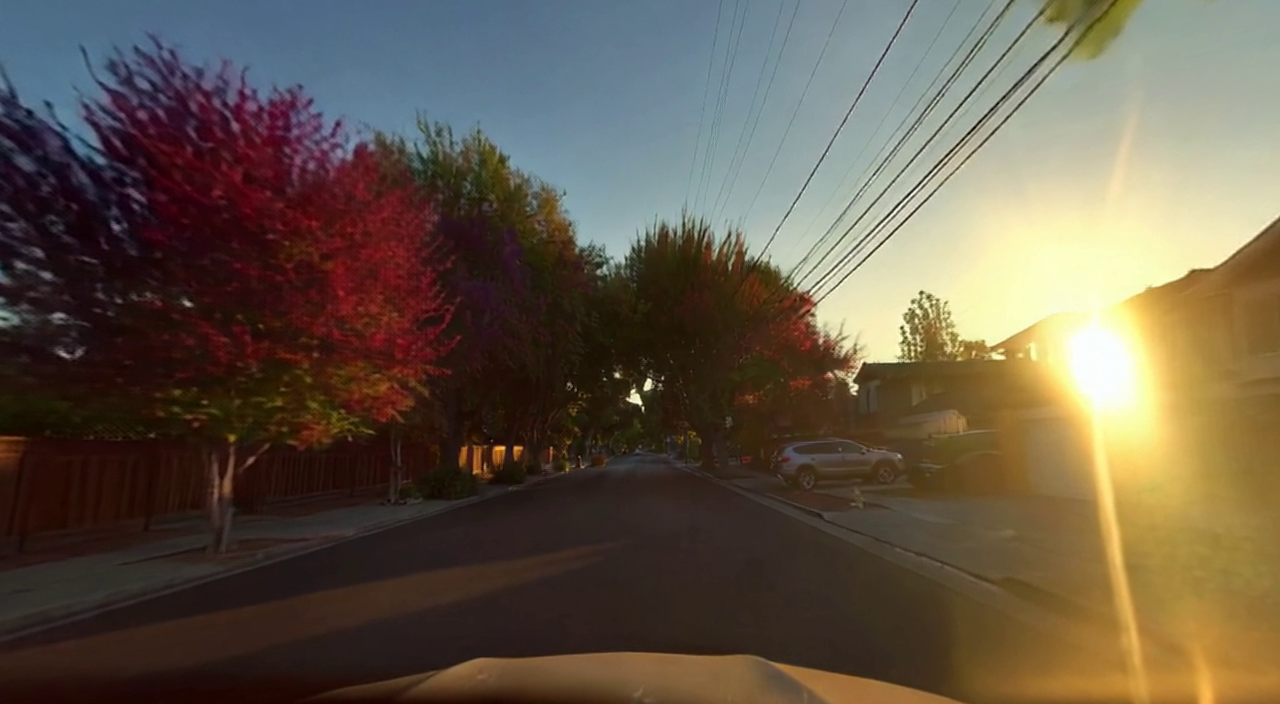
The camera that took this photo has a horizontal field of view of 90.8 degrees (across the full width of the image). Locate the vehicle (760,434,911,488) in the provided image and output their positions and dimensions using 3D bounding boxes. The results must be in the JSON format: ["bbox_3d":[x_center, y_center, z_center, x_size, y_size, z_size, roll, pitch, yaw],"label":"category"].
[{"bbox_3d":[6.996,3.952,23.038,4.806,1.851,2.050,0,-9,1],"label":"vehicle"}]
